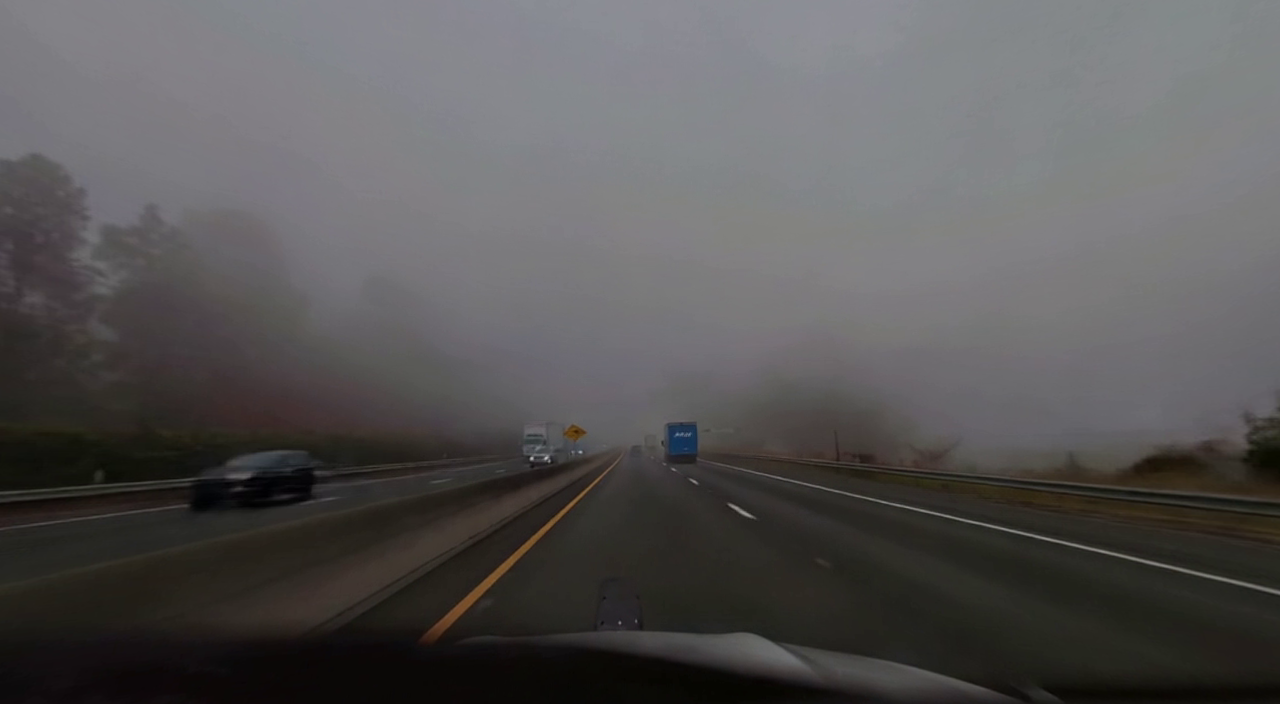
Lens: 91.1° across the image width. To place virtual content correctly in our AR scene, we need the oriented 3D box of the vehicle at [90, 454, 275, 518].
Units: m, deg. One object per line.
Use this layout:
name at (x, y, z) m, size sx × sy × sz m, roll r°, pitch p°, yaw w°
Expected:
vehicle at (-12.460, 3.622, 17.559) m, size 1.926 × 1.505 × 4.237 m, roll 0°, pitch -9°, yaw 1°

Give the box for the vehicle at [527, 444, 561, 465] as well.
vehicle at (-7.504, 8.075, 49.671) m, size 1.992 × 1.492 × 4.794 m, roll 0°, pitch -9°, yaw 0°
